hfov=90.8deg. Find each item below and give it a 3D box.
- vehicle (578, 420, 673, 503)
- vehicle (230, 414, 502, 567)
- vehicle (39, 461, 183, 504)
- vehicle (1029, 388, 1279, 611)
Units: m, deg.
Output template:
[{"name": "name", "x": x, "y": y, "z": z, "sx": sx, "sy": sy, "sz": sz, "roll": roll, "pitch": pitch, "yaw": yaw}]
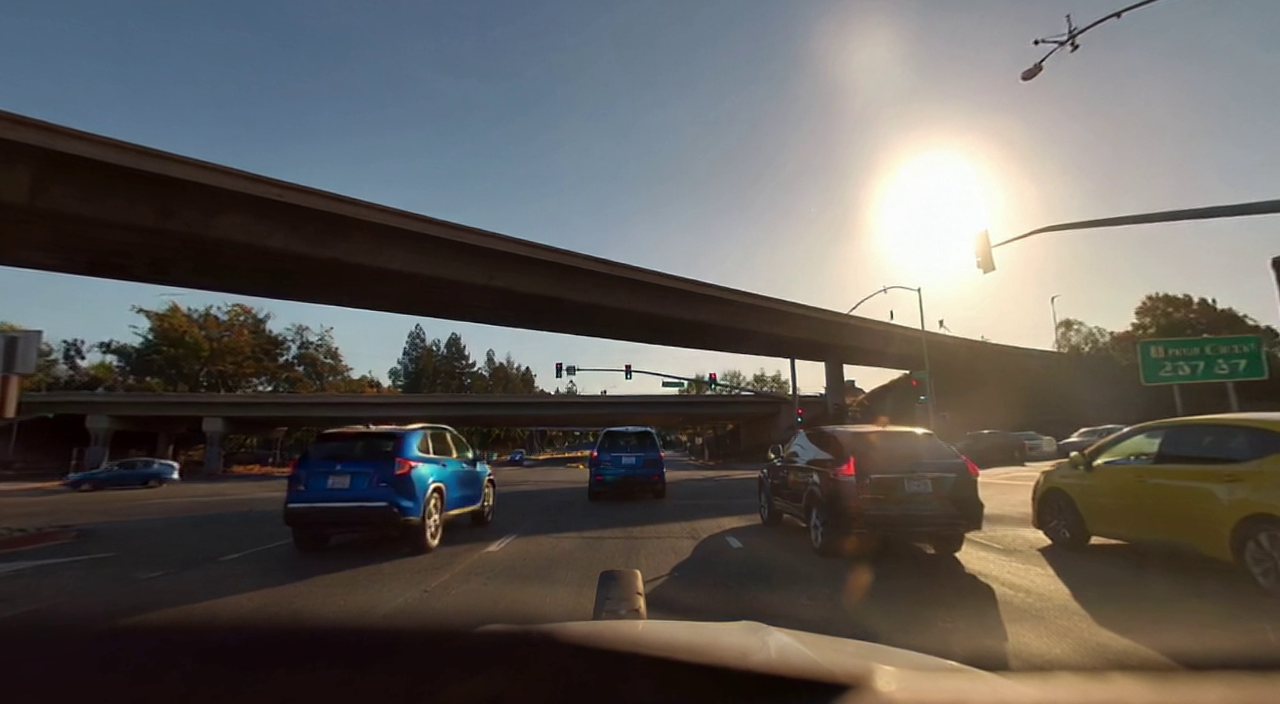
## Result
[{"name": "vehicle", "x": -0.426, "y": 3.067, "z": 18.124, "sx": 2.342, "sy": 2.026, "sz": 4.642, "roll": 0, "pitch": -8, "yaw": -2}, {"name": "vehicle", "x": -3.727, "y": 1.968, "z": 9.787, "sx": 2.060, "sy": 1.768, "sz": 4.681, "roll": 0, "pitch": -8, "yaw": 1}, {"name": "vehicle", "x": -23.065, "y": 5.673, "z": 27.896, "sx": 2.044, "sy": 1.584, "sz": 5.067, "roll": 0, "pitch": -8, "yaw": -1}, {"name": "vehicle", "x": 6.226, "y": 1.343, "z": 6.166, "sx": 2.074, "sy": 1.785, "sz": 4.320, "roll": 0, "pitch": -8, "yaw": 0}]
